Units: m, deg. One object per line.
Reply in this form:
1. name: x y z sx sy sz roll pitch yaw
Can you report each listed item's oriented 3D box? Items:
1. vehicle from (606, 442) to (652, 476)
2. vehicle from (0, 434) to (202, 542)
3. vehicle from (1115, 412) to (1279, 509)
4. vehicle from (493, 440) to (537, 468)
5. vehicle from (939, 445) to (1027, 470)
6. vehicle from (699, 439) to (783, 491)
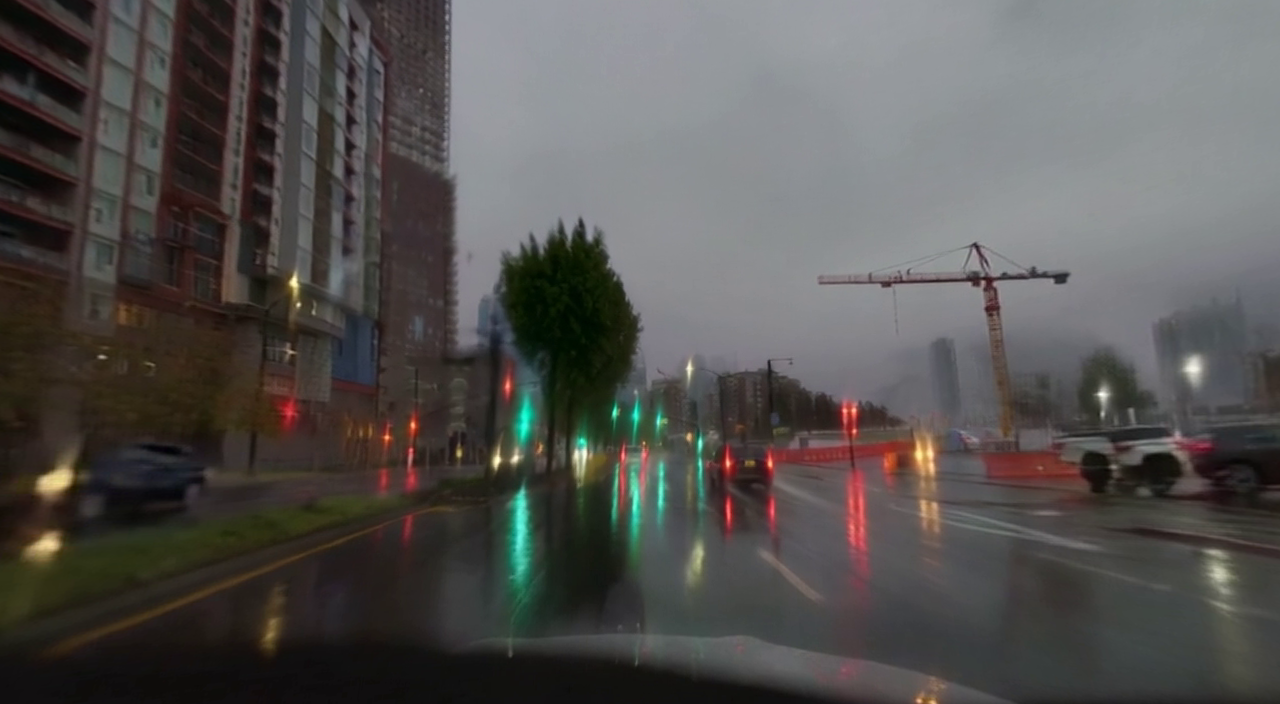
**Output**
1. vehicle: -0.522 5.034 29.837 2.006 1.487 3.535 0 -8 -1
2. vehicle: -10.831 2.416 11.855 1.973 1.646 4.427 -1 -8 1
3. vehicle: 13.671 2.352 13.956 4.651 1.923 2.045 0 -8 -1
4. vehicle: -8.731 7.157 44.422 2.111 1.832 4.778 0 -8 0
5. vehicle: 19.046 5.868 35.205 3.839 1.281 1.836 0 -9 0
6. vehicle: 3.146 3.609 20.486 1.910 1.474 4.003 0 -8 -2
